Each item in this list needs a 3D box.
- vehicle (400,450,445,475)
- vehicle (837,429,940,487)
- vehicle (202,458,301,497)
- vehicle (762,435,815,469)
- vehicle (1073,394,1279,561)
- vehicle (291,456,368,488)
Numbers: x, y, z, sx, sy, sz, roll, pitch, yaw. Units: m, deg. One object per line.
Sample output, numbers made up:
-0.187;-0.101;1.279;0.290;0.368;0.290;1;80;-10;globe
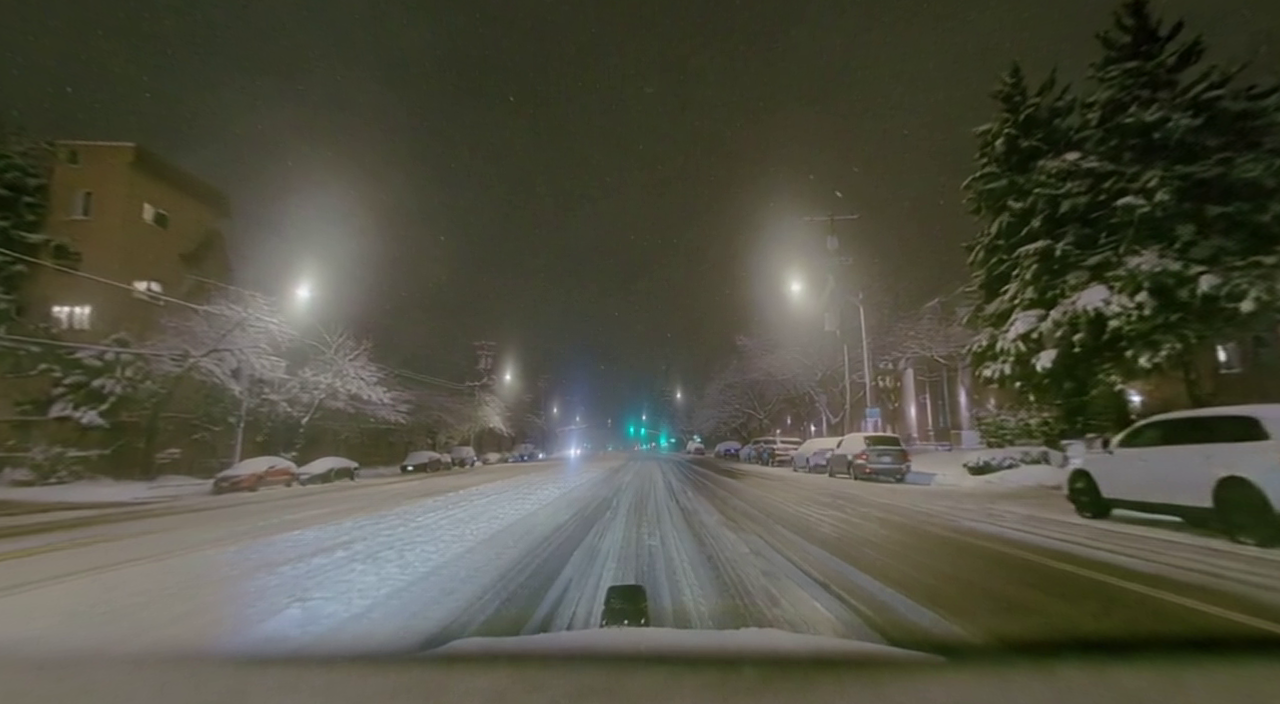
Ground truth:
-16.667;8.451;48.500;1.913;1.744;4.478;-1;-9;-2;vehicle
9.816;4.240;25.511;2.169;2.043;5.484;-1;-9;3;vehicle
-17.260;5.554;28.291;1.879;1.494;4.227;-1;-9;-3;vehicle
9.994;6.830;42.978;2.115;2.151;5.826;0;-9;-1;vehicle
9.131;1.719;8.824;2.215;2.068;5.493;0;-9;0;vehicle
-16.783;6.475;34.343;1.868;1.470;4.652;-1;-9;0;vehicle
